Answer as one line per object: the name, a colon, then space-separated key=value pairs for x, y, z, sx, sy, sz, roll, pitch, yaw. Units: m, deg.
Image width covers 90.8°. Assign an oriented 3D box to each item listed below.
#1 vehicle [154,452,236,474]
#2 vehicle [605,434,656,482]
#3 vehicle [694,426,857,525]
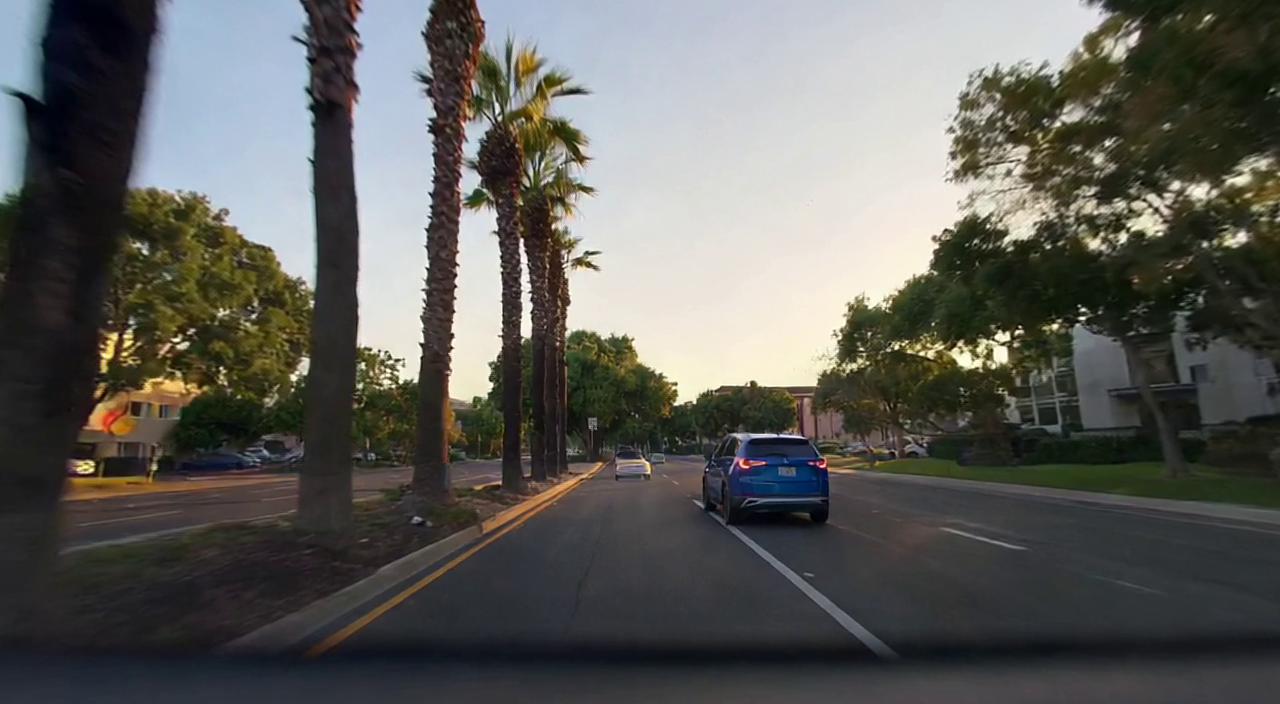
vehicle: x=-31.816 y=7.930 z=45.262 sx=4.404 sy=1.487 sz=1.868 roll=0 pitch=-8 yaw=-3
vehicle: x=-0.395 y=4.415 z=26.615 sx=1.981 sy=1.854 sz=3.983 roll=0 pitch=-8 yaw=-1
vehicle: x=2.551 y=2.472 z=13.196 sx=2.239 sy=1.693 sz=4.301 roll=0 pitch=-8 yaw=-3
